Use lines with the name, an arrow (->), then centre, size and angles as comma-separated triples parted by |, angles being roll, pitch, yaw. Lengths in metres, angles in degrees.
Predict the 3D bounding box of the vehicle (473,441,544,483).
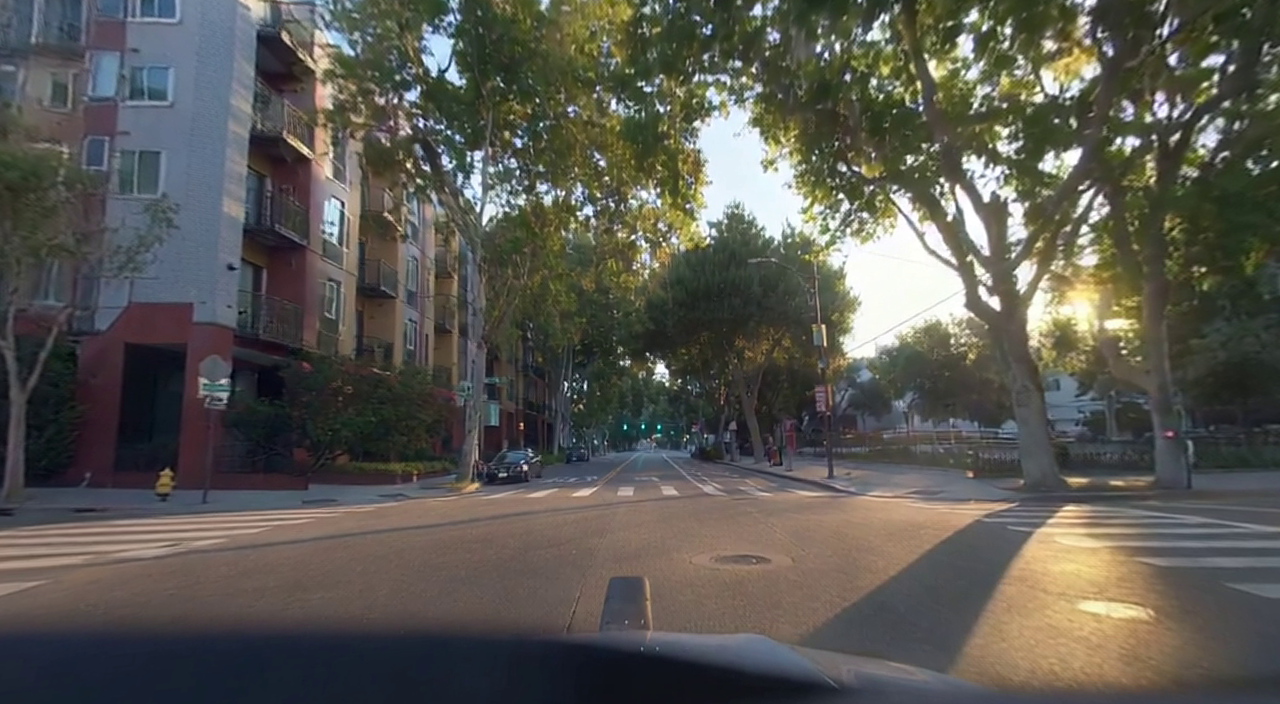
vehicle -> -5.741, 4.847, 28.142 | 2.223, 1.658, 4.621 | -1, -8, 0
